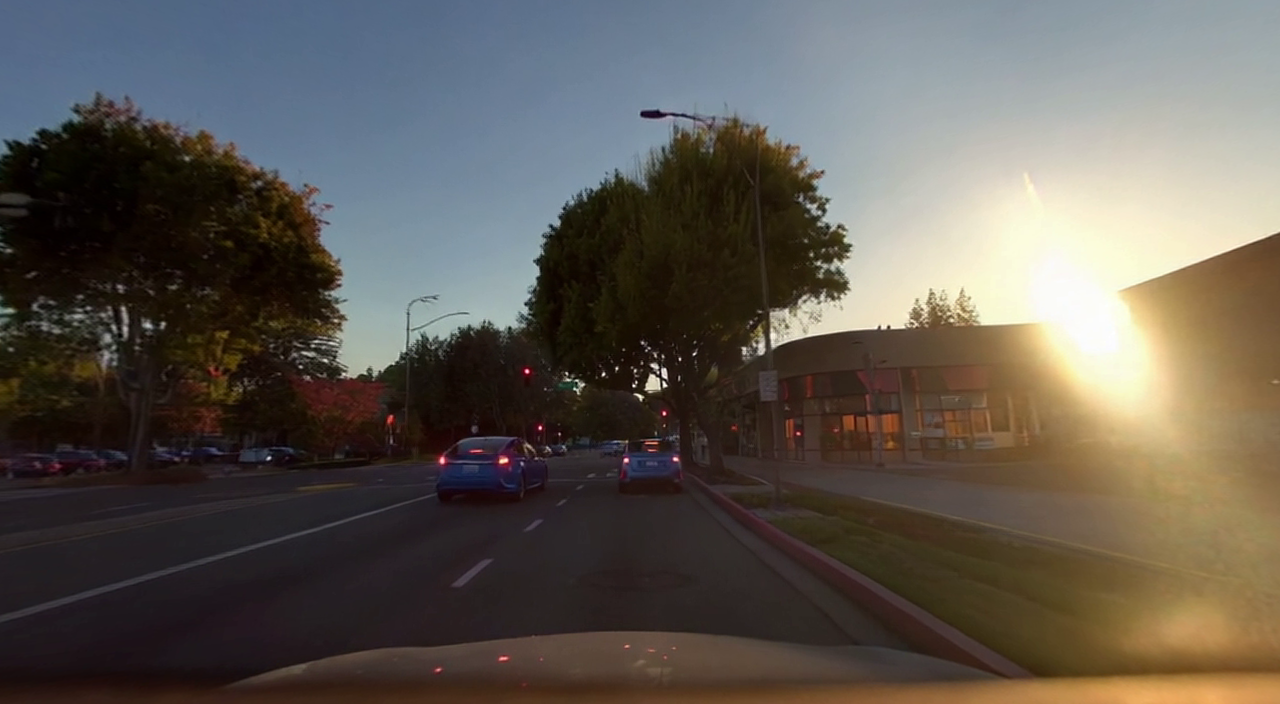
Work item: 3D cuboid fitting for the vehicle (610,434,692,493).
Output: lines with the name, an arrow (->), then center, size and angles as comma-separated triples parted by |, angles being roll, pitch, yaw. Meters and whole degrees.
vehicle -> 0.268, 3.122, 18.008 | 2.059, 1.456, 4.047 | 0, -8, 0

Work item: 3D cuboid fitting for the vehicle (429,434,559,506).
vehicle -> -3.286, 2.749, 15.185 | 2.032, 1.467, 4.411 | 0, -8, 1
